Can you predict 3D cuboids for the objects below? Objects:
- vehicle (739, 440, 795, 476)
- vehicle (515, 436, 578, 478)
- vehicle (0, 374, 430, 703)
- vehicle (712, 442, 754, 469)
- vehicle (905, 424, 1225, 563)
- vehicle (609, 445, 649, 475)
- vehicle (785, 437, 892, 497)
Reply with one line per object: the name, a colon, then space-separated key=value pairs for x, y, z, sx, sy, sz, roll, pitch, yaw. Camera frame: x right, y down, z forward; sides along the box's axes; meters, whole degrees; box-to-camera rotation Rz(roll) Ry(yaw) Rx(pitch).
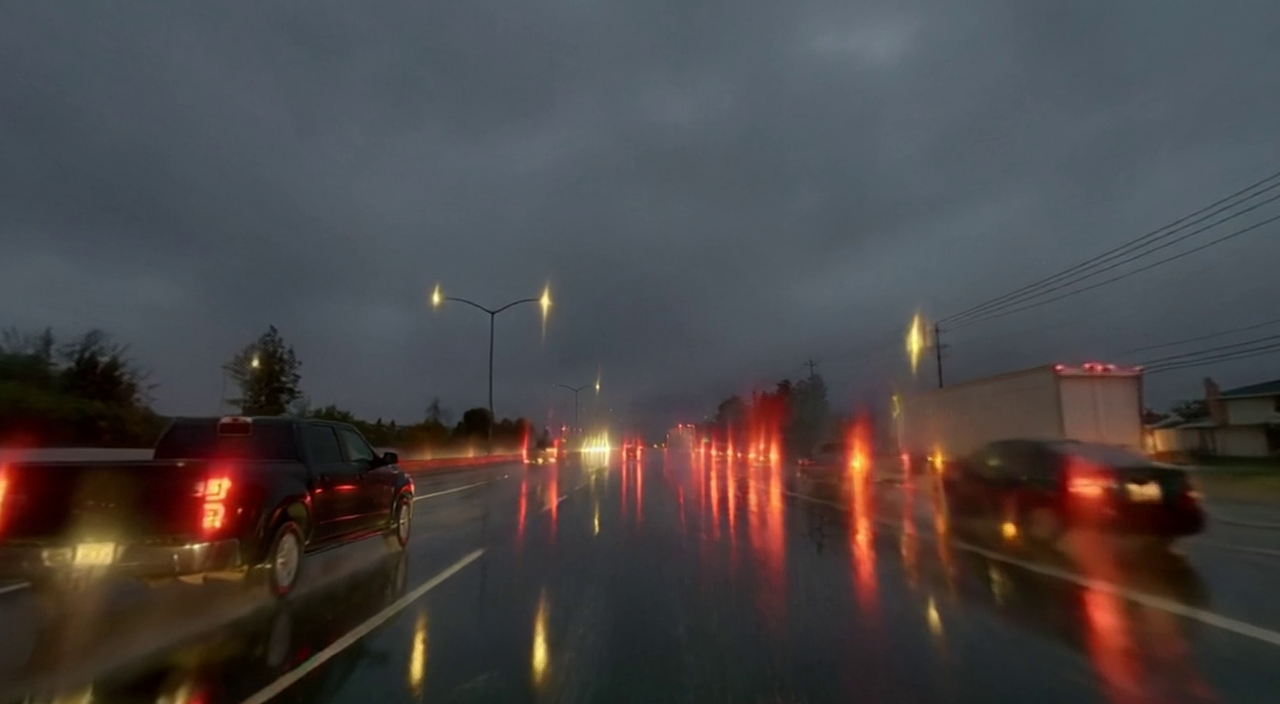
vehicle: x=6.384 y=5.377 z=32.144 sx=1.977 sy=1.705 sz=4.078 roll=0 pitch=-9 yaw=0
vehicle: x=-4.323 y=4.940 z=29.912 sx=2.147 sy=1.825 sz=4.602 roll=0 pitch=-9 yaw=1
vehicle: x=-3.678 y=1.286 z=5.486 sx=2.127 sy=1.705 sz=4.374 roll=0 pitch=-9 yaw=1
vehicle: x=6.393 y=7.152 z=43.768 sx=2.086 sy=1.783 sz=4.868 roll=0 pitch=-9 yaw=-1
vehicle: x=5.836 y=1.961 z=9.479 sx=1.956 sy=1.576 sz=4.211 roll=0 pitch=-9 yaw=2
vehicle: x=-0.586 y=5.913 z=34.651 sx=2.060 sy=1.508 sz=4.308 roll=0 pitch=-9 yaw=0
vehicle: x=6.004 y=3.522 z=19.601 sx=1.989 sy=1.642 sz=4.082 roll=0 pitch=-9 yaw=0
